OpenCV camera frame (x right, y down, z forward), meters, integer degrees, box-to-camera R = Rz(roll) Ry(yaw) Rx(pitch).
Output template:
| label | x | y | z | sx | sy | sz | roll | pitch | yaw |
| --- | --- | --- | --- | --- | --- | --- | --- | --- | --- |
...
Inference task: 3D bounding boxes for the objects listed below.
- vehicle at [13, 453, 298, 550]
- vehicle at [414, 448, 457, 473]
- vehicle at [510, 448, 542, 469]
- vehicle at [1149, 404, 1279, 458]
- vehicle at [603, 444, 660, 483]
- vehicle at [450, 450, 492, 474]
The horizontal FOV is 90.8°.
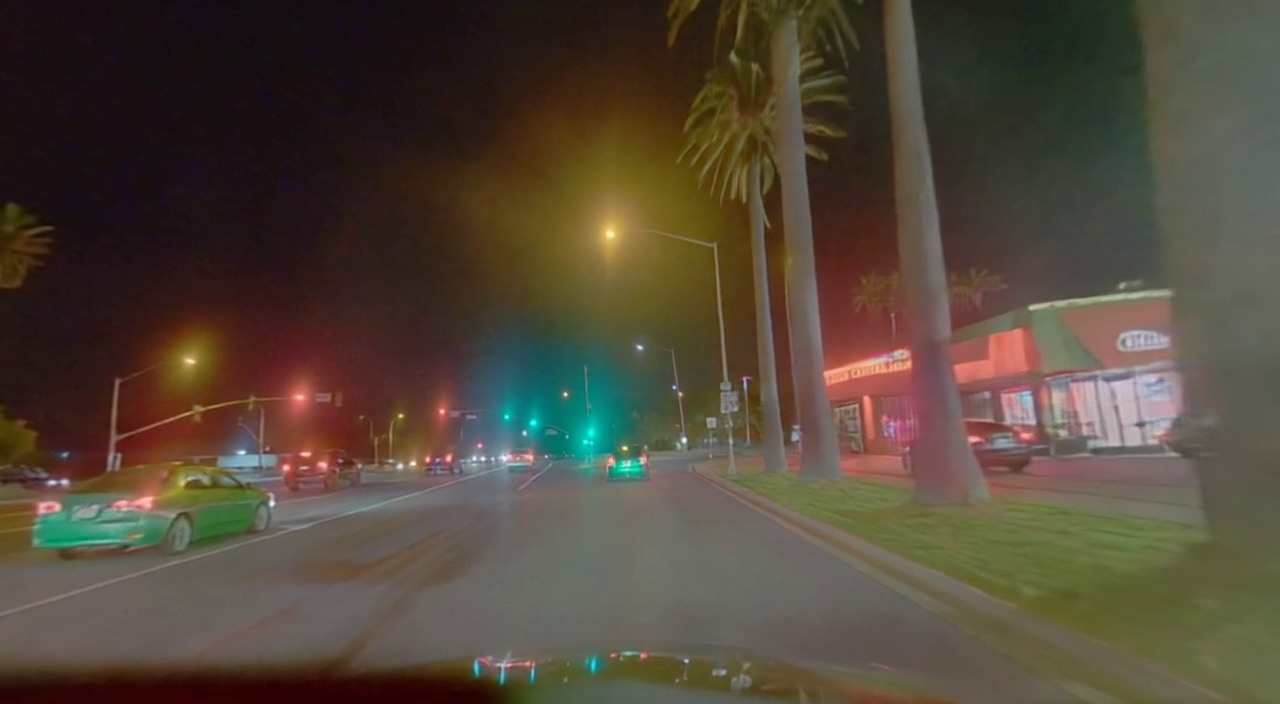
| label | x | y | z | sx | sy | sz | roll | pitch | yaw |
| --- | --- | --- | --- | --- | --- | --- | --- | --- | --- |
| vehicle | -8.763 | 2.686 | 12.110 | 1.958 | 1.455 | 4.504 | 0 | -9 | -2 |
| vehicle | -15.034 | 7.991 | 46.722 | 2.020 | 1.709 | 4.343 | 1 | -9 | -5 |
| vehicle | -8.755 | 8.188 | 48.861 | 1.912 | 1.487 | 4.471 | 0 | -9 | -4 |
| vehicle | 18.177 | 2.396 | 18.736 | 1.882 | 1.463 | 4.550 | 1 | -9 | -10 |
| vehicle | -0.262 | 4.663 | 26.719 | 2.070 | 1.493 | 4.570 | -1 | -9 | 3 |
| vehicle | -11.301 | 7.354 | 42.493 | 1.905 | 1.482 | 4.463 | 1 | -9 | -5 |
